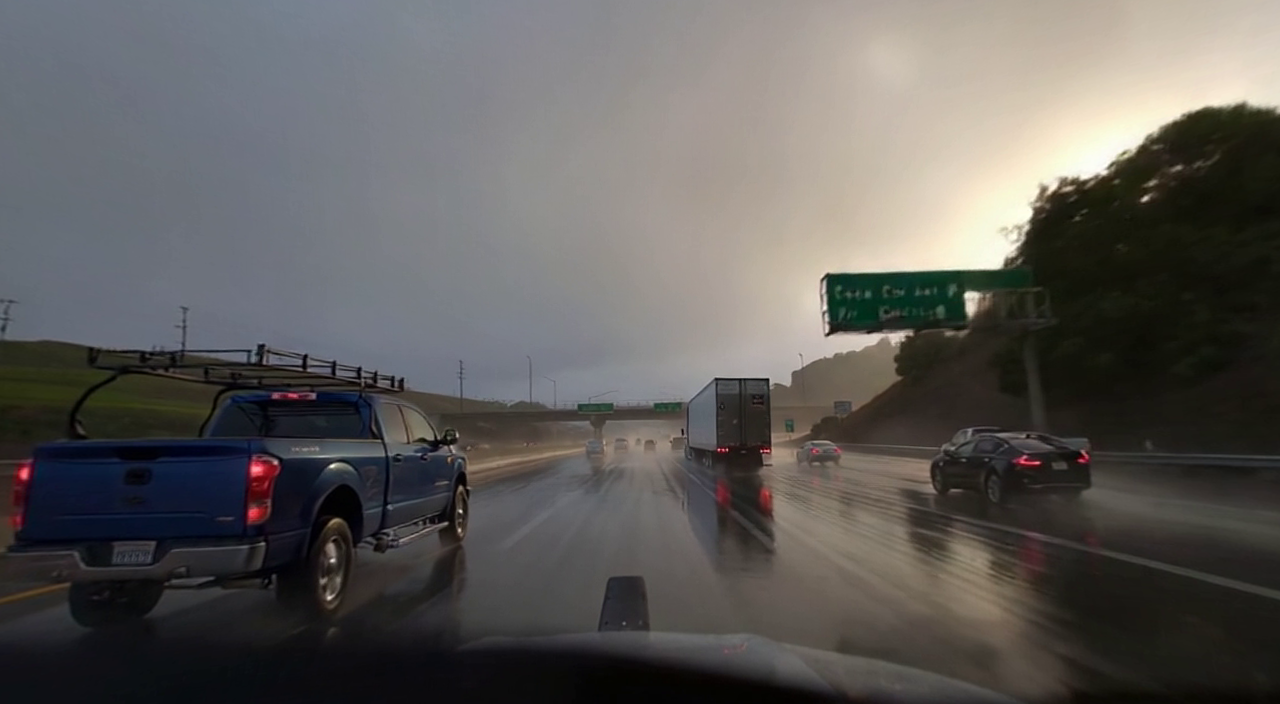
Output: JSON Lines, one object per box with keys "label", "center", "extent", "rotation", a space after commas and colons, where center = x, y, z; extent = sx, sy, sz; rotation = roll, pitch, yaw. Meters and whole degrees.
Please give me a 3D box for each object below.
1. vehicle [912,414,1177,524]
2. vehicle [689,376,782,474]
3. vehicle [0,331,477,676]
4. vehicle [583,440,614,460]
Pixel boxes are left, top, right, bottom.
{"label": "vehicle", "center": [7.334, 2.169, 12.214], "extent": [1.999, 1.700, 4.640], "rotation": [0, -8, 0]}
{"label": "vehicle", "center": [4.435, 3.968, 32.577], "extent": [2.885, 4.036, 12.891], "rotation": [0, -8, 0]}
{"label": "vehicle", "center": [-3.959, 1.350, 6.971], "extent": [2.599, 2.054, 6.288], "rotation": [0, -8, 0]}
{"label": "vehicle", "center": [-3.220, 7.716, 49.650], "extent": [2.077, 1.446, 4.106], "rotation": [0, -8, 0]}
